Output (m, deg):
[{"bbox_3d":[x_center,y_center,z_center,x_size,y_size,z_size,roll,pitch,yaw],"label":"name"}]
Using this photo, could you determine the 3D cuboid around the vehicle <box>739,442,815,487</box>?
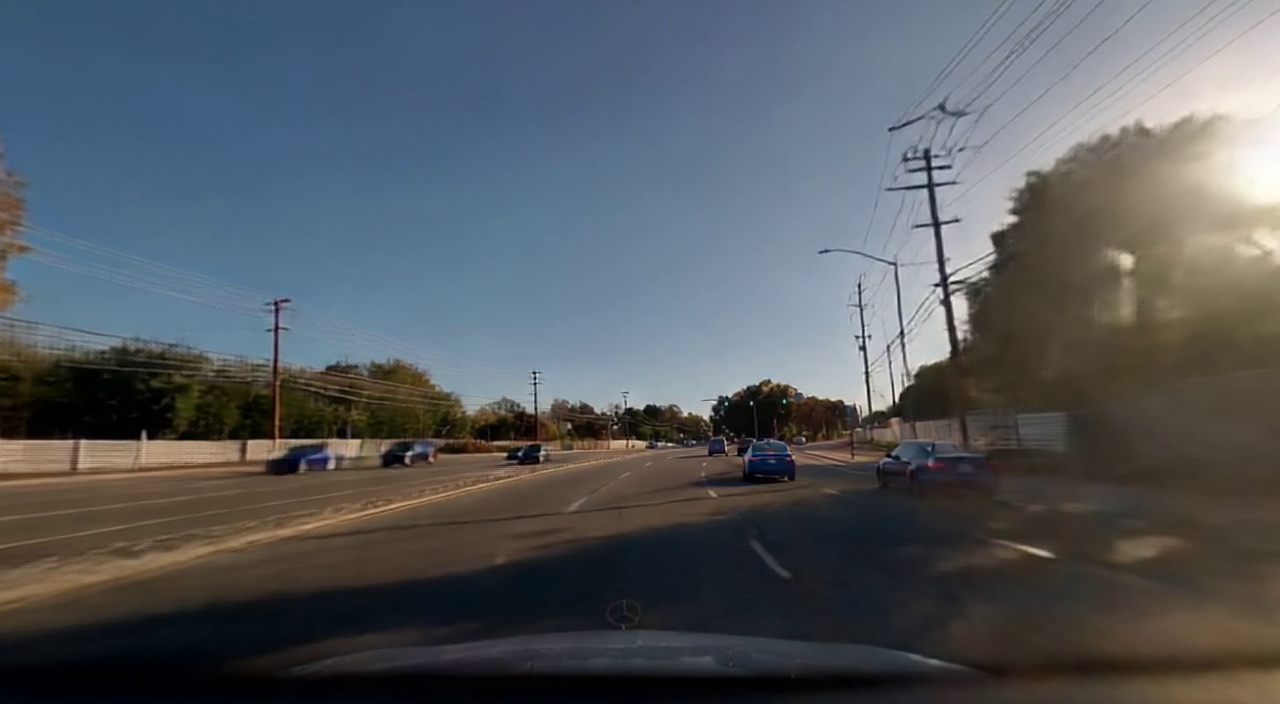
[{"bbox_3d":[4.836,4.034,23.011,2.035,1.460,4.392,-1,-8,4],"label":"vehicle"}]

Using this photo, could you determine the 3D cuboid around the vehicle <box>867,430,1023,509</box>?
[{"bbox_3d":[7.787,3.025,16.734,2.029,1.795,4.371,0,-9,2],"label":"vehicle"}]

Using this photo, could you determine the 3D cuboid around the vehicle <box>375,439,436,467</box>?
[{"bbox_3d":[-15.825,6.827,42.920,1.948,1.772,4.491,-1,-9,8],"label":"vehicle"}]

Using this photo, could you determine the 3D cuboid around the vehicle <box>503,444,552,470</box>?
[{"bbox_3d":[-7.327,6.896,41.632,2.107,1.587,4.514,-1,-9,4],"label":"vehicle"}]

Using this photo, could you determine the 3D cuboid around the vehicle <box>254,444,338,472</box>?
[{"bbox_3d":[-19.945,6.138,36.925,1.859,1.500,4.753,-1,-9,6],"label":"vehicle"}]
